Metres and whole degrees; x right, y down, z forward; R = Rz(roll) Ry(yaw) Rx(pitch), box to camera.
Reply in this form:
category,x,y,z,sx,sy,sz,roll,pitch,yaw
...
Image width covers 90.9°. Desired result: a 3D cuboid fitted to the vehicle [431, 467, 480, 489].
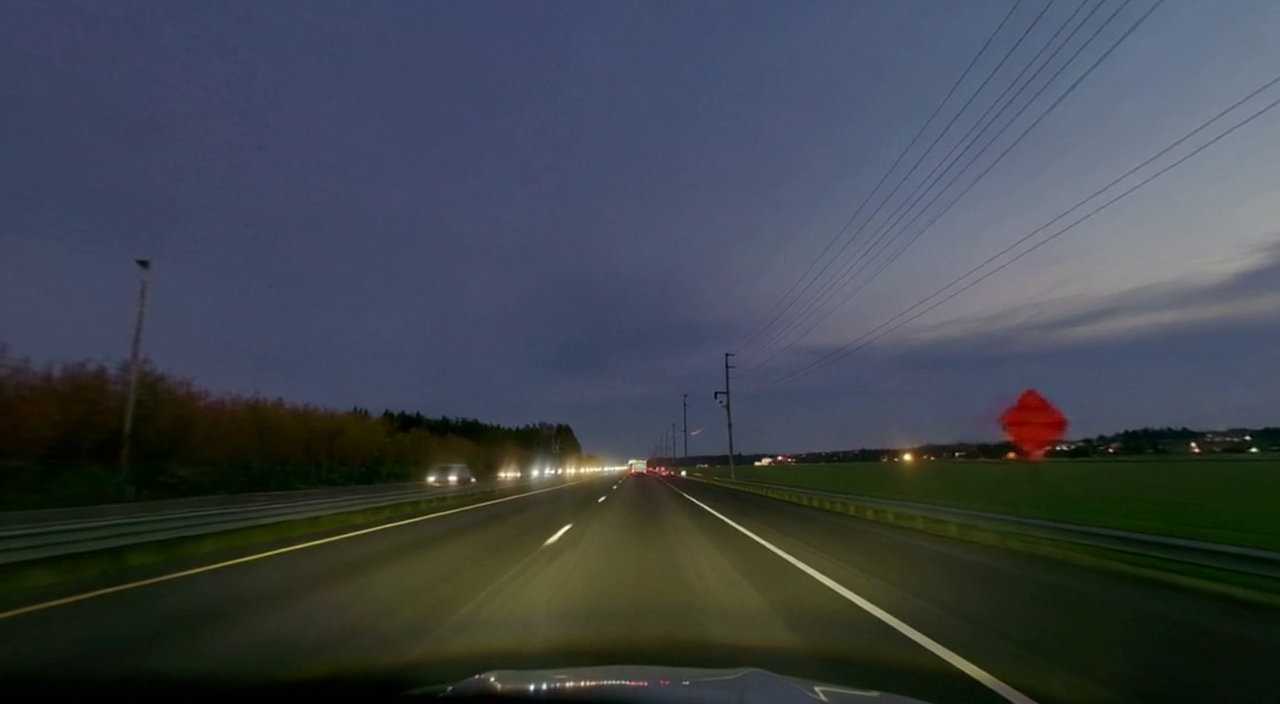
category,x,y,z,sx,sy,sz,roll,pitch,yaw
vehicle,-12.569,8.601,43.149,1.945,1.434,4.412,1,-10,0
